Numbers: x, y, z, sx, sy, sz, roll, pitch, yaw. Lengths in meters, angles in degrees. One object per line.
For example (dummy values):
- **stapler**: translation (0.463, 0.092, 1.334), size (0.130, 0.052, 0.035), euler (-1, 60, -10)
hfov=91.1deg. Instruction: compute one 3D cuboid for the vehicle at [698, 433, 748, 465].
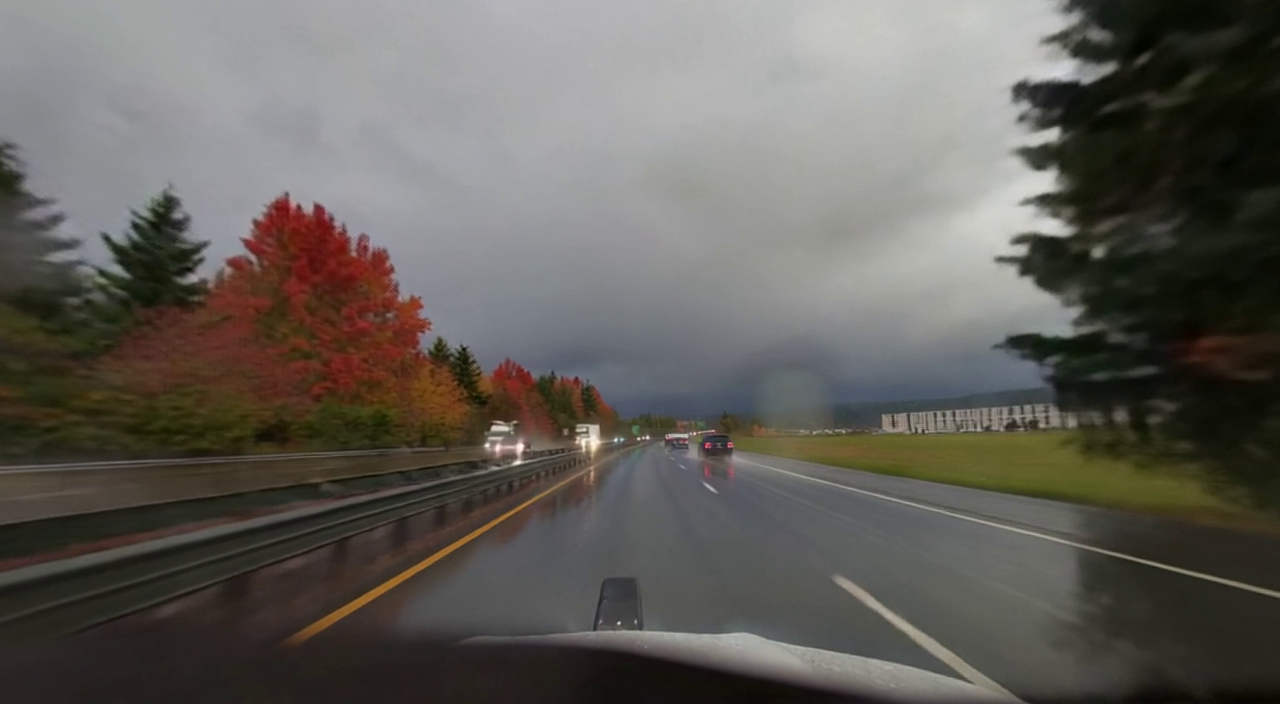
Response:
- **vehicle**: translation (4.301, 5.108, 33.247), size (2.024, 1.516, 4.197), euler (0, -8, -1)
